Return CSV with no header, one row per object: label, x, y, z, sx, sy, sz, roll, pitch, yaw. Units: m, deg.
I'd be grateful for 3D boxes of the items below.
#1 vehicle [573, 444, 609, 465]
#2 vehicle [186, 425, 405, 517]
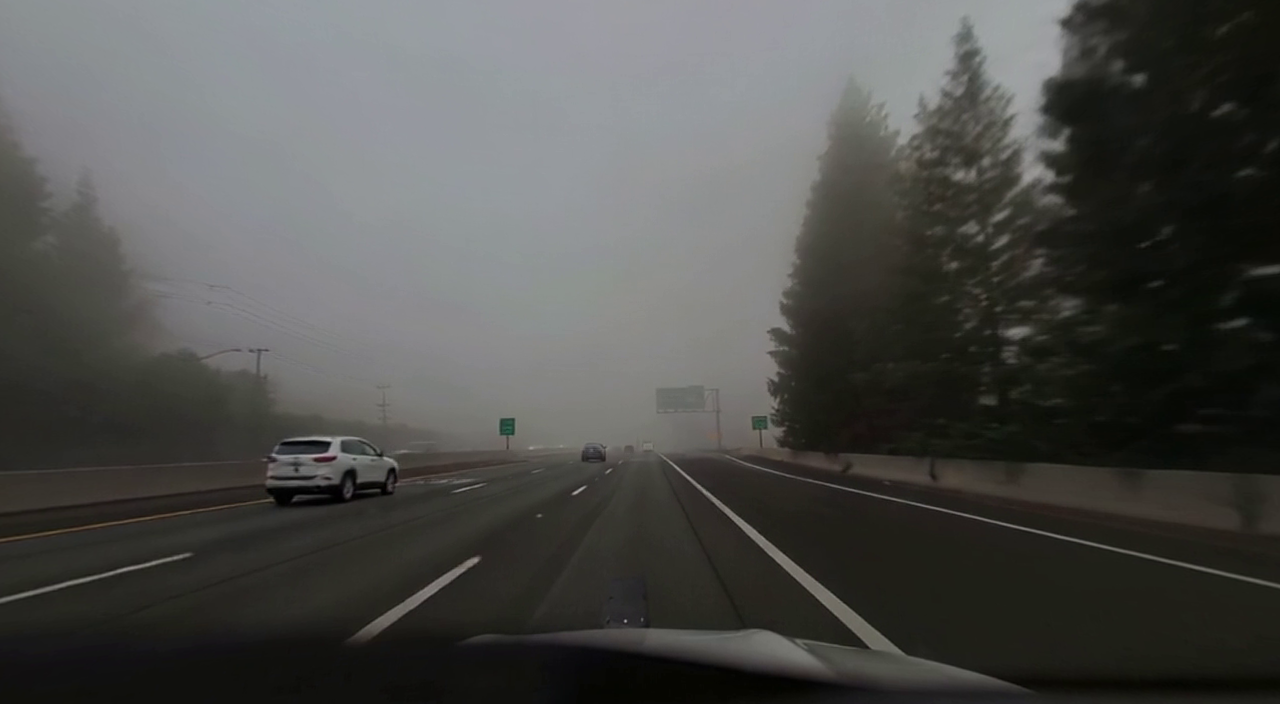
vehicle,-3.409,7.218,44.486,2.048,1.368,4.613,0,-9,1
vehicle,-7.322,2.582,14.188,2.118,1.696,4.836,0,-9,1
